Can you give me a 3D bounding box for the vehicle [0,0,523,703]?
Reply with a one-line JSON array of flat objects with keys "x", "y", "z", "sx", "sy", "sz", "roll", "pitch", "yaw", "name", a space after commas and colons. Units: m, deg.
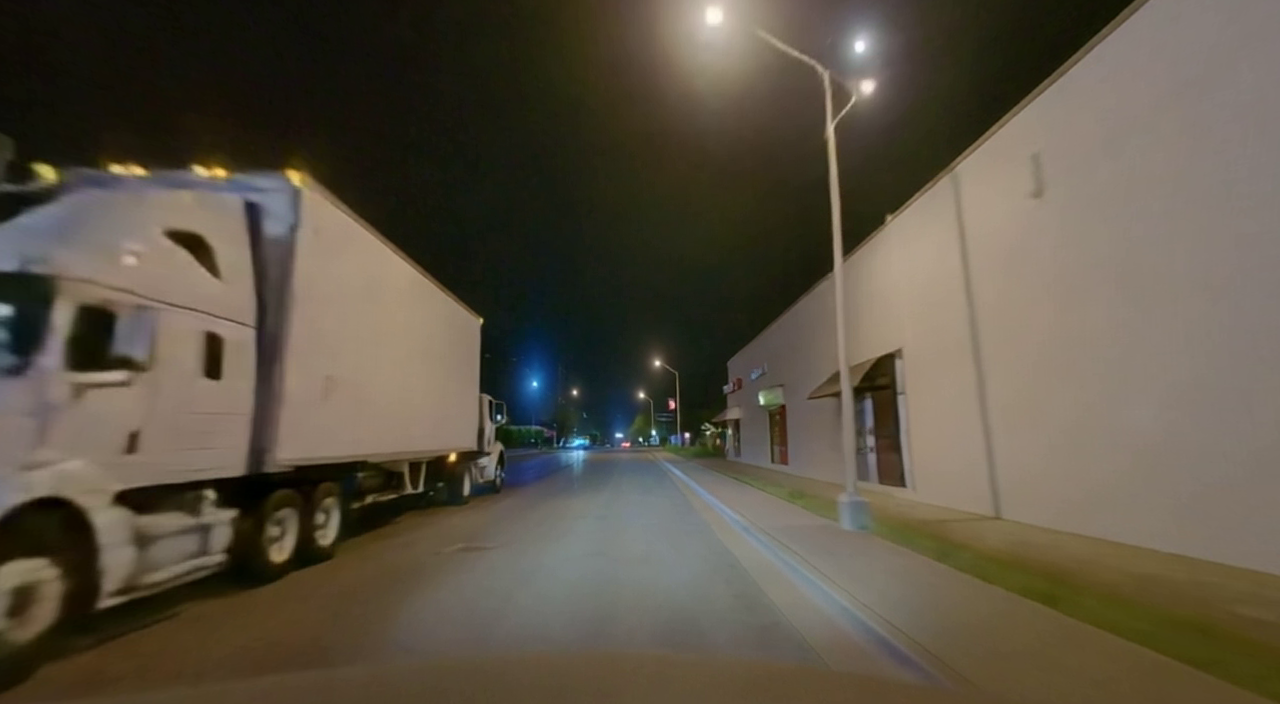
[{"x": -4.844, "y": 0.484, "z": 10.051, "sx": 2.976, "sy": 4.754, "sz": 15.127, "roll": 0, "pitch": -7, "yaw": 0, "name": "vehicle"}]
